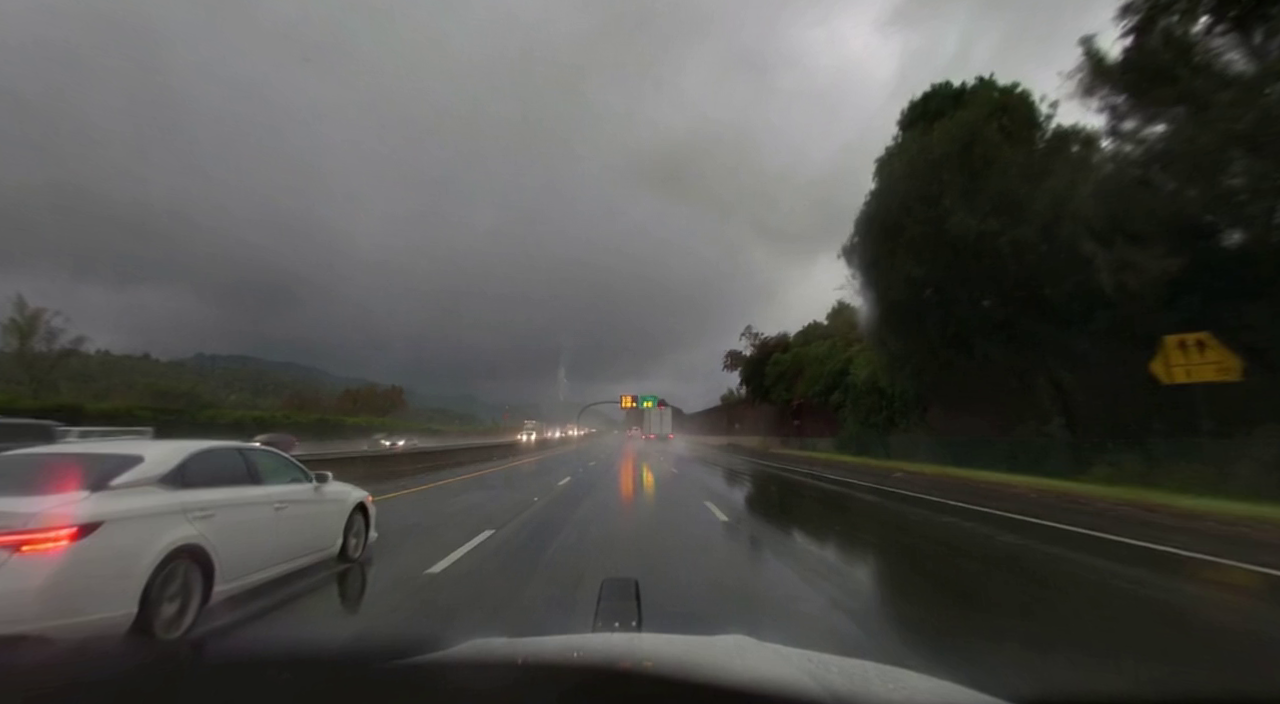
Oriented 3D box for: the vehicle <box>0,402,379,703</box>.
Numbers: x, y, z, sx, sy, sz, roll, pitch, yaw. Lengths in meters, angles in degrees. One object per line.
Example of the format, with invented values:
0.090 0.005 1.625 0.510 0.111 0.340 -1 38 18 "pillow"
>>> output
-3.729 1.177 4.414 1.971 1.444 4.401 0 -8 -1 "vehicle"
